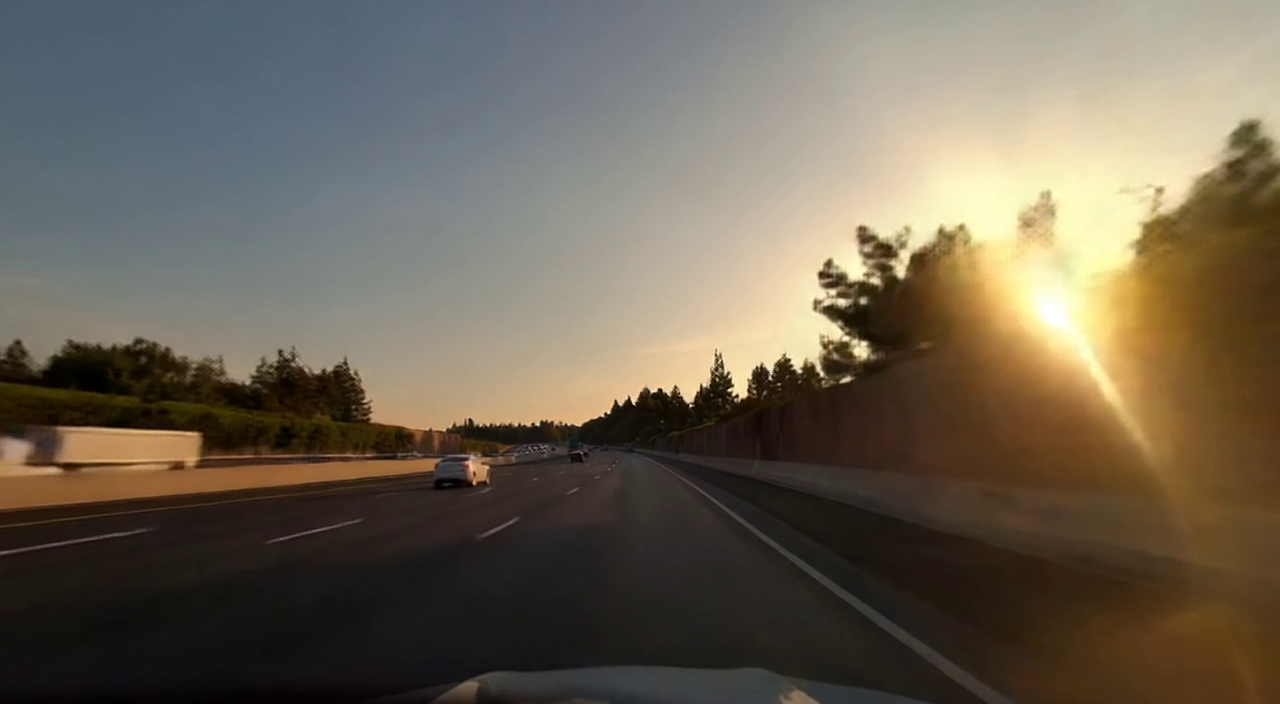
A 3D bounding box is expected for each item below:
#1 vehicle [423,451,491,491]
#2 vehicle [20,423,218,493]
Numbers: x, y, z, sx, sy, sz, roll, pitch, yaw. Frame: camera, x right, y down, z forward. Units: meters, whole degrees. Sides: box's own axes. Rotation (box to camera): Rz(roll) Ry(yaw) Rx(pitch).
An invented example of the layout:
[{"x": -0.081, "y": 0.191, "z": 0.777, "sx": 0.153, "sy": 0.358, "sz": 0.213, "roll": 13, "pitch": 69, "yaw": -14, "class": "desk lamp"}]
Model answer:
[{"x": -7.587, "y": 4.944, "z": 26.487, "sx": 1.742, "sy": 1.494, "sz": 3.795, "roll": 0, "pitch": -9, "yaw": -1, "class": "vehicle"}, {"x": -22.542, "y": 4.654, "z": 27.928, "sx": 2.674, "sy": 2.663, "sz": 7.006, "roll": 0, "pitch": -9, "yaw": 0, "class": "vehicle"}]
